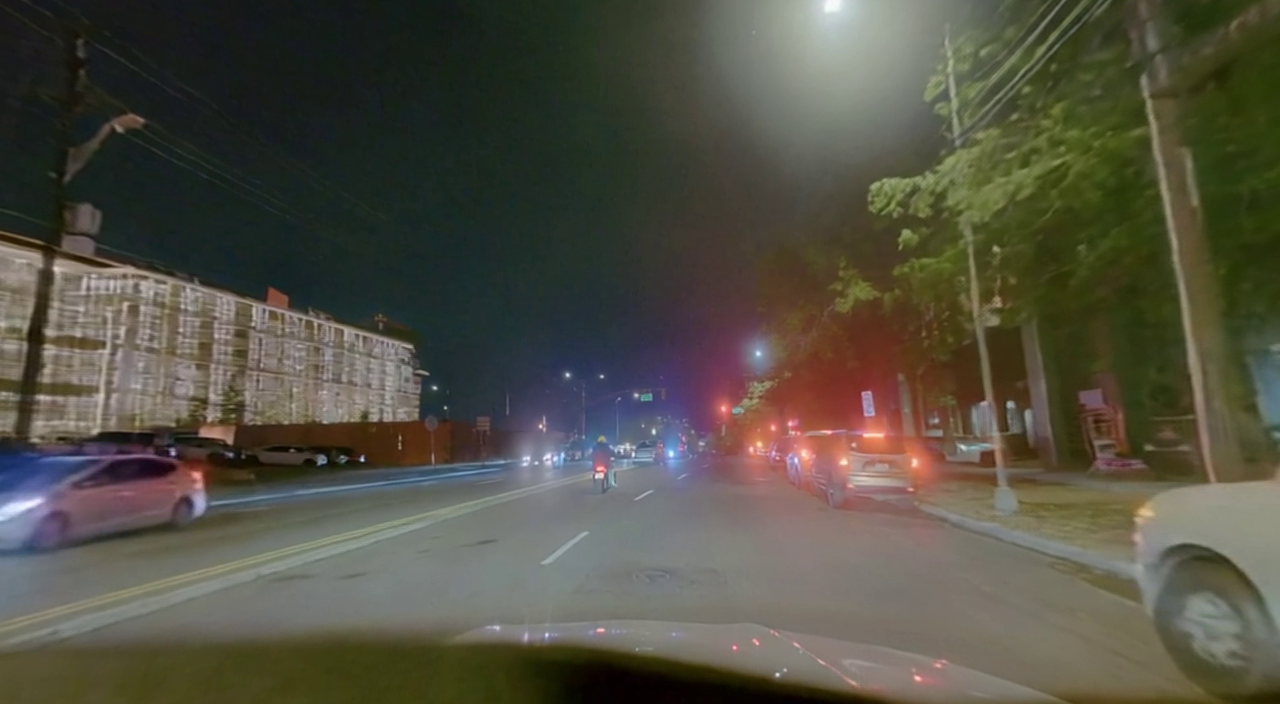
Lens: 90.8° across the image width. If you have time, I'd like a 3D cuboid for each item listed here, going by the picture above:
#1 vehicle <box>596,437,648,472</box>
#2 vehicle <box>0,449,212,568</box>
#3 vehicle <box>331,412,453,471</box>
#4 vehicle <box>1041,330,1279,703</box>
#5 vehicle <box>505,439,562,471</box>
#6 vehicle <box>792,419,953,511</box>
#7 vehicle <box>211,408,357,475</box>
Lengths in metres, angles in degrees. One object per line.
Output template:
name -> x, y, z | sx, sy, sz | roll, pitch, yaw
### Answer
vehicle -> -0.825, 5.077, 31.504 | 1.925, 1.602, 4.090 | -1, -8, 8
vehicle -> -9.358, 2.303, 9.802 | 1.905, 1.536, 4.714 | -1, -8, 4
vehicle -> -14.835, 5.517, 38.838 | 2.990, 3.144, 9.080 | -1, -9, 6
vehicle -> 3.851, 0.689, 1.856 | 2.171, 1.832, 5.180 | -1, -8, 4
vehicle -> -6.313, 6.174, 37.964 | 2.053, 1.771, 4.684 | -1, -9, 7
vehicle -> 5.297, 2.670, 15.377 | 2.387, 1.820, 5.286 | -1, -8, 6
vehicle -> -20.792, 5.317, 37.802 | 3.283, 3.441, 8.669 | -2, -8, 4
